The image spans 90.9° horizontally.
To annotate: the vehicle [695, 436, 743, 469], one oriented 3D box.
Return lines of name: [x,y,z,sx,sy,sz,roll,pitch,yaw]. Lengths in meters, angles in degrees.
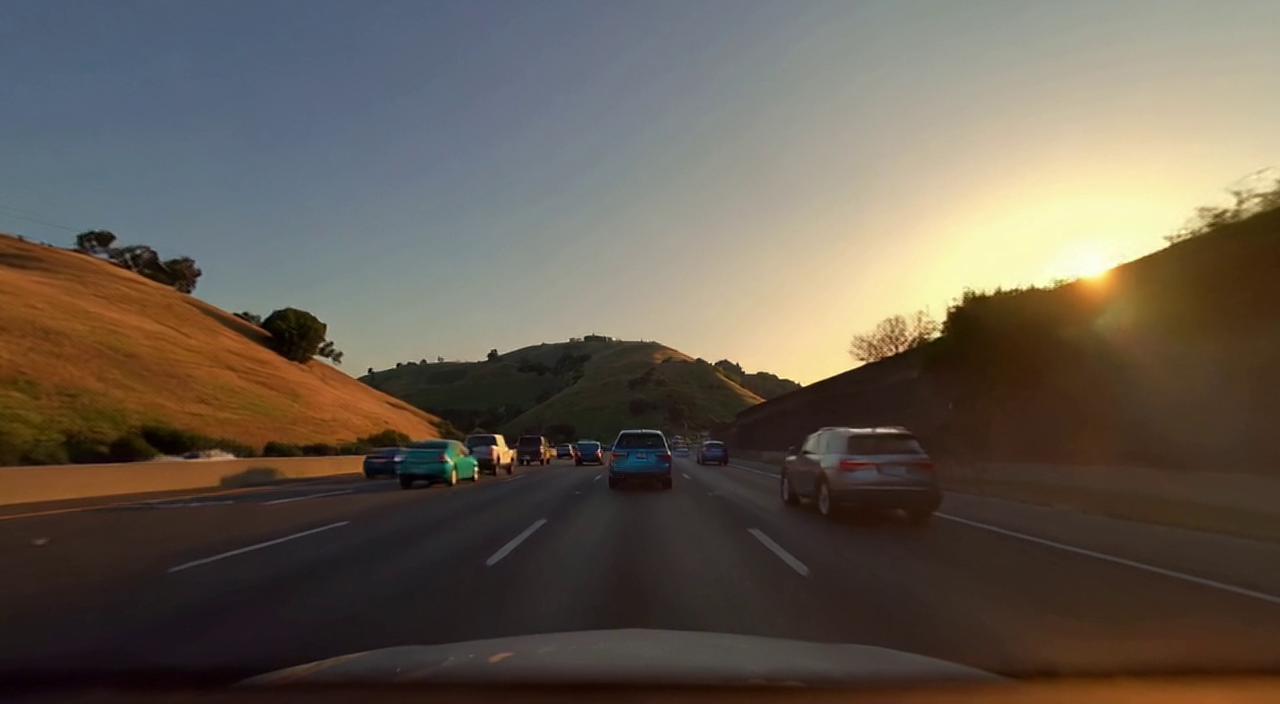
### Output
vehicle: [4.757,6.167,38.953,2.204,1.852,5.845,0,-9,0]

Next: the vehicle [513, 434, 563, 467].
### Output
vehicle: [-6.463,6.352,40.735,2.294,1.982,5.040,0,-9,1]

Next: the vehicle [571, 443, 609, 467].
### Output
vehicle: [-3.147,6.573,40.427,2.108,1.442,4.143,0,-9,0]

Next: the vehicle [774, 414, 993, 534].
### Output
vehicle: [4.014,2.115,11.473,2.092,1.723,4.629,0,-9,0]

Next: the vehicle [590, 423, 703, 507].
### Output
vehicle: [0.154,2.785,15.930,2.447,1.804,4.273,0,-9,0]

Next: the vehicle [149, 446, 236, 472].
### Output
vehicle: [-28.330,6.775,40.153,1.944,1.510,4.728,0,-9,2]

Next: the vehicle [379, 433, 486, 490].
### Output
vehicle: [-6.787,3.631,21.228,2.024,1.706,4.462,0,-9,1]
